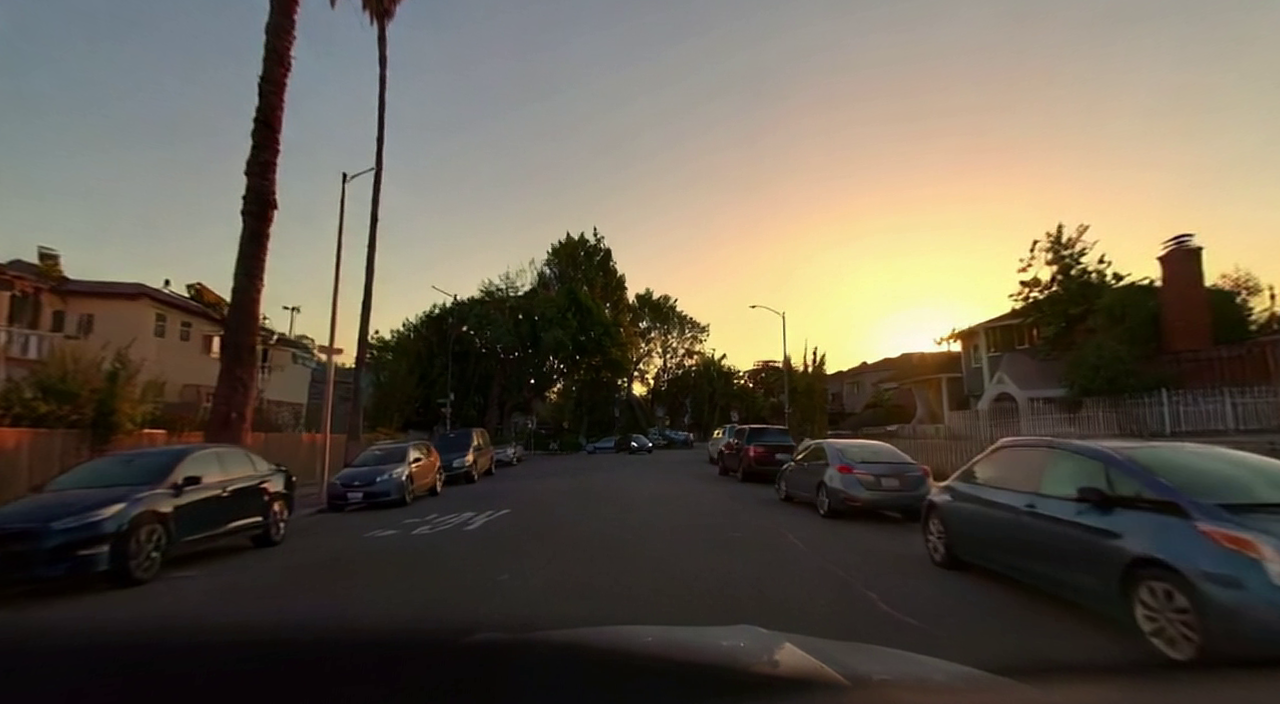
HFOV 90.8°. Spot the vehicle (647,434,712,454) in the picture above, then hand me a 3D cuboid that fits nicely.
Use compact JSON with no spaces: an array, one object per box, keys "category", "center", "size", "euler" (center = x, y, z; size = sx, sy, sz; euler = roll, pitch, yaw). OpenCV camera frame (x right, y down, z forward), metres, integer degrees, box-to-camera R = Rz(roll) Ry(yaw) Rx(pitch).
[{"category":"vehicle","center":[2.892,6.865,46.965],"size":[4.663,1.452,1.853],"euler":[0,-9,1]}]

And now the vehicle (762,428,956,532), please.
[{"category":"vehicle","center":[3.787,2.280,12.009],"size":[1.958,1.485,4.819],"euler":[2,-8,0]}]

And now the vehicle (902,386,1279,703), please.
[{"category":"vehicle","center":[4.087,1.297,5.235],"size":[1.998,1.649,4.175],"euler":[0,-8,0]}]

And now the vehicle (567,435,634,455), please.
[{"category":"vehicle","center":[-2.908,6.938,47.026],"size":[4.828,1.472,1.863],"euler":[0,-9,0]}]

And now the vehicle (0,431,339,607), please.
[{"category":"vehicle","center":[-5.777,1.815,7.914],"size":[1.849,1.531,4.562],"euler":[0,-8,-1]}]

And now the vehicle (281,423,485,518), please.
[{"category":"vehicle","center":[-5.694,2.726,15.173],"size":[2.316,1.808,5.876],"euler":[0,-8,1]}]
